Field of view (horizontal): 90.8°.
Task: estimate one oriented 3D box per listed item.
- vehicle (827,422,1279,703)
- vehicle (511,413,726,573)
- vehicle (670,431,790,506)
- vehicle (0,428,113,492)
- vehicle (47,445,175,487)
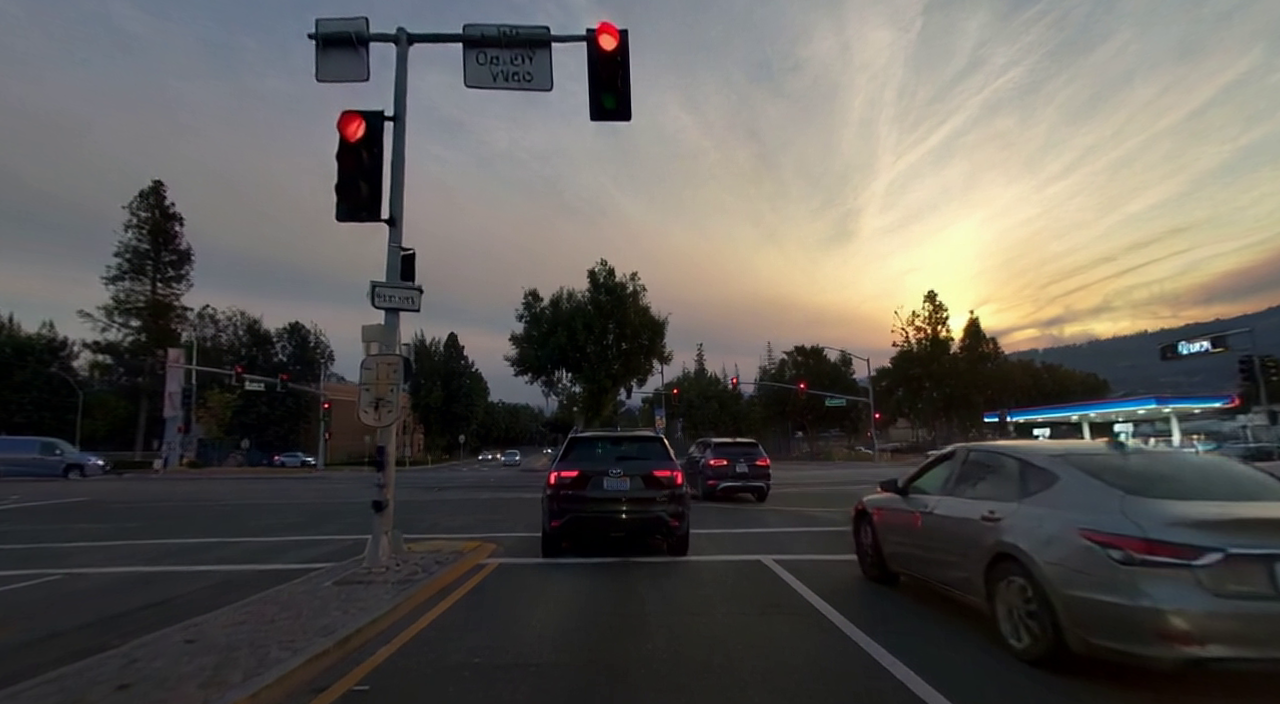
[{"bbox_3d":[3.186,1.388,5.013,1.965,1.460,4.581,0,-9,0],"label":"vehicle"},{"bbox_3d":[-0.331,1.907,9.329,2.351,1.733,4.616,0,-9,-3],"label":"vehicle"},{"bbox_3d":[2.296,3.149,17.483,2.060,1.783,4.411,1,-9,-9],"label":"vehicle"},{"bbox_3d":[-28.904,5.000,29.339,6.772,2.769,2.305,-1,-9,3],"label":"vehicle"},{"bbox_3d":[-26.596,5.733,31.877,4.658,1.911,2.162,-2,-9,5],"label":"vehicle"}]
